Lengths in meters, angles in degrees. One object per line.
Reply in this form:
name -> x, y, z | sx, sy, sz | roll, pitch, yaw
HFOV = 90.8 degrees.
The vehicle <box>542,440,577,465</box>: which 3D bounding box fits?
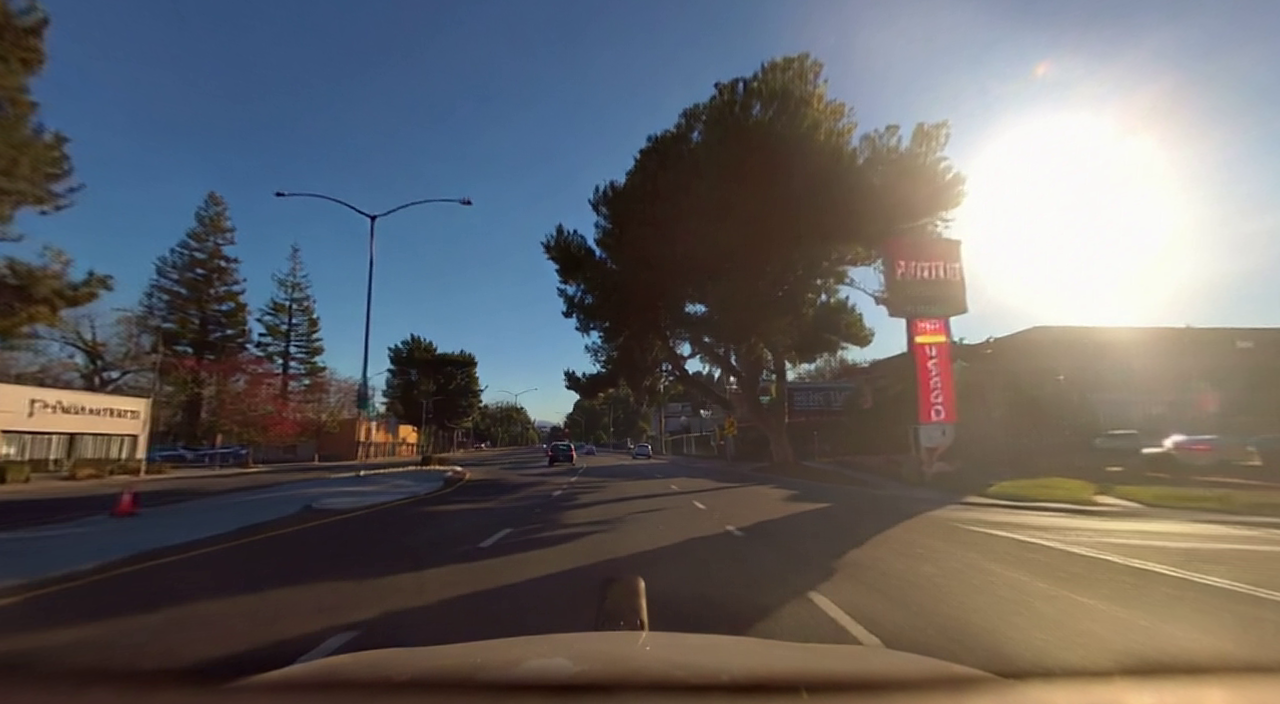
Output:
vehicle -> -5.958, 7.521, 47.351 | 2.381, 1.721, 4.186 | 0, -9, -4
